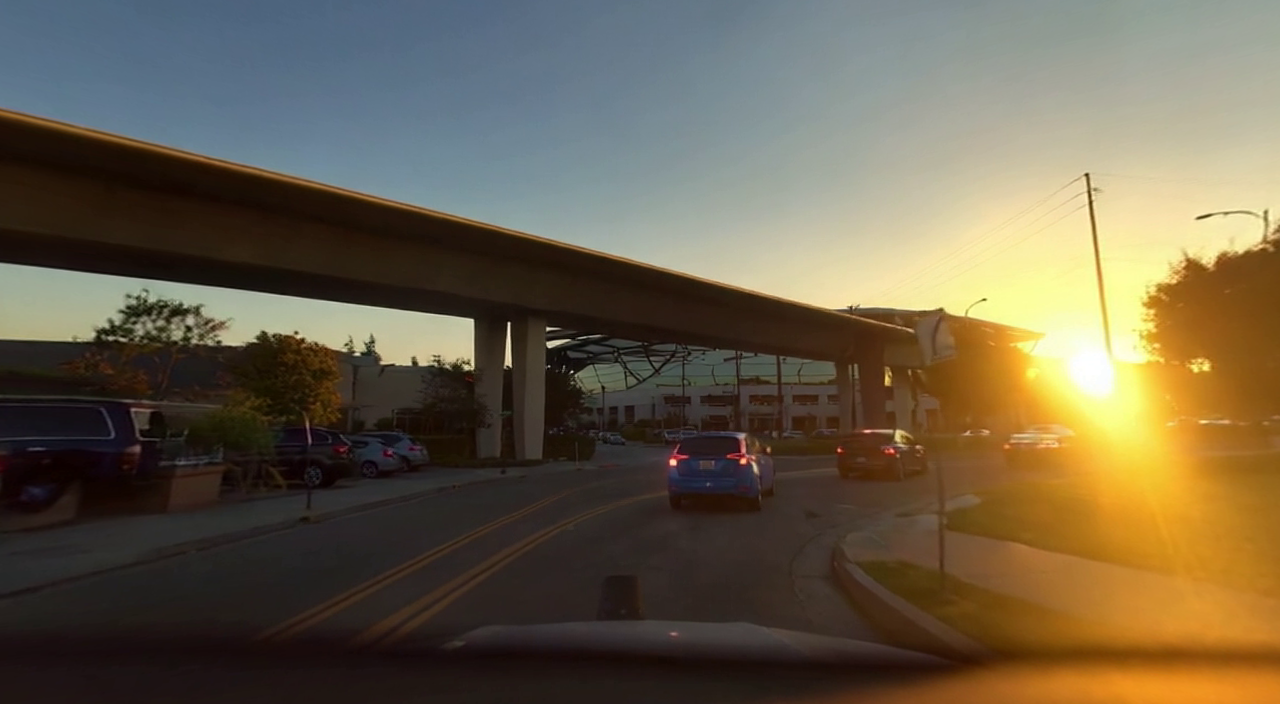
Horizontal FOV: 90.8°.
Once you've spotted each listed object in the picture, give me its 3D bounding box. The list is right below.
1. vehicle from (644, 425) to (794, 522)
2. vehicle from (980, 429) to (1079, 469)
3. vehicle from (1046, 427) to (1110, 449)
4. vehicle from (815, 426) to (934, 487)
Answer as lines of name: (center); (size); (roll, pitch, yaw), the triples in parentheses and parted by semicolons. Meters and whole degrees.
vehicle: (1.821, 2.390, 12.995); (2.087, 1.578, 4.652); (-3, -9, 19)
vehicle: (18.775, 4.662, 30.438); (4.310, 1.762, 1.995); (4, -10, -27)
vehicle: (33.729, 6.667, 48.626); (4.444, 1.611, 1.901); (4, -9, -25)
vehicle: (8.312, 3.598, 22.161); (2.241, 1.885, 4.771); (-6, -10, 41)
